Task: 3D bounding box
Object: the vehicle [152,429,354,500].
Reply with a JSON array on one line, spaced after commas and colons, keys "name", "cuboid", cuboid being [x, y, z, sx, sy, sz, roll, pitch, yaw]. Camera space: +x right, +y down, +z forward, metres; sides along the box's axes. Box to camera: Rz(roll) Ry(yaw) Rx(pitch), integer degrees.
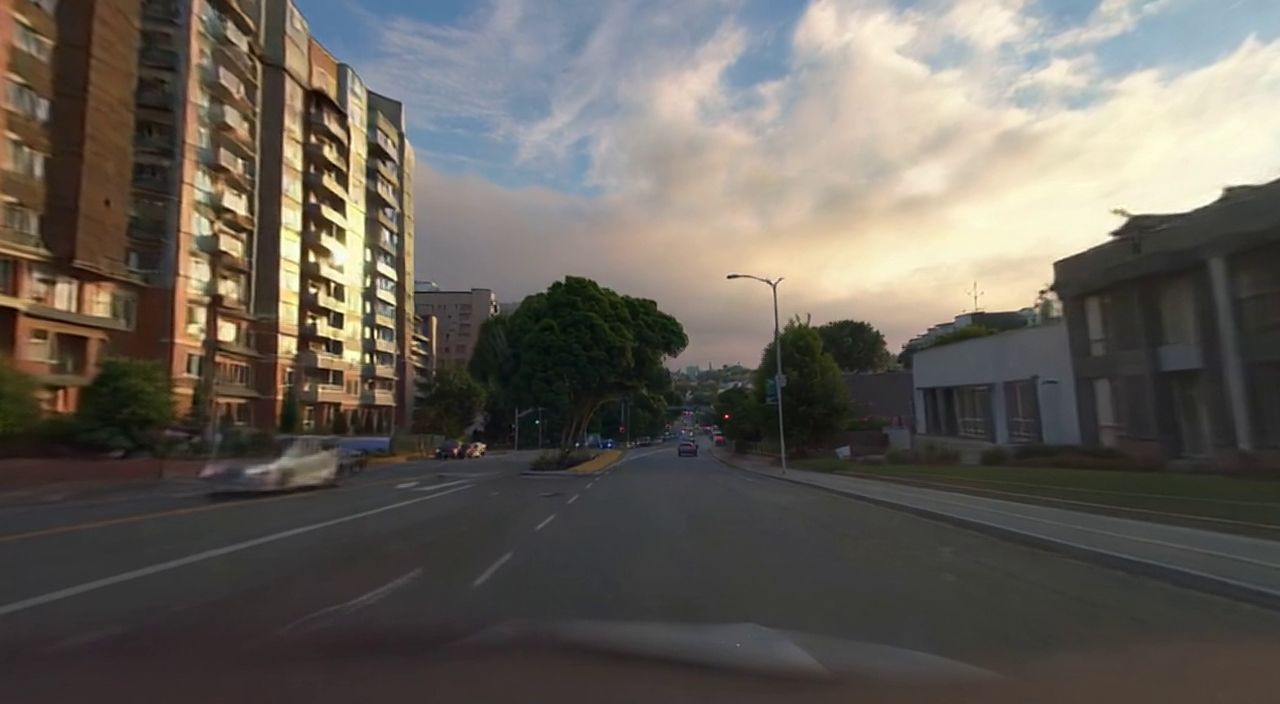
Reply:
[{"name": "vehicle", "cuboid": [-9.281, 2.736, 15.724, 1.939, 1.482, 4.673, -1, -8, 2]}]
